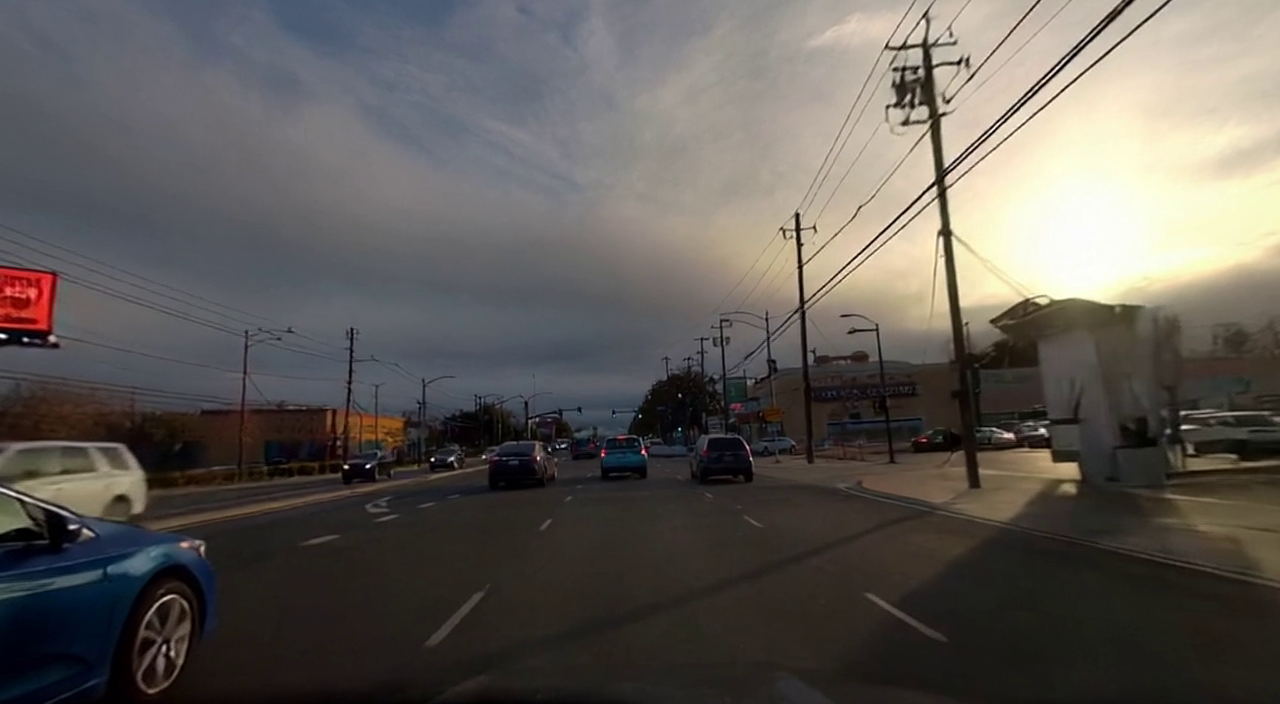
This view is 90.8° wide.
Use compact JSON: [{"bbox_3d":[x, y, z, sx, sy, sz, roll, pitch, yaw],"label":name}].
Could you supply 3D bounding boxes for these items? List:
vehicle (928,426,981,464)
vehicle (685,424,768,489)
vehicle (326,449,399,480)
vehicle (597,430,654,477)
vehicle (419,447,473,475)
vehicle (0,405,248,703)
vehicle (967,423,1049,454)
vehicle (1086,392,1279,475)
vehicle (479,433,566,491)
[{"bbox_3d":[14.941,4.392,29.861,1.990,1.597,4.475,-5,-9,28],"label":"vehicle"},{"bbox_3d":[2.757,3.447,21.108,2.026,1.904,4.102,0,-8,-2],"label":"vehicle"},{"bbox_3d":[-15.089,6.109,34.633,1.986,1.553,4.640,0,-8,-1],"label":"vehicle"},{"bbox_3d":[-0.639,4.522,28.307,2.326,1.925,4.253,0,-8,-1],"label":"vehicle"},{"bbox_3d":[-11.499,6.460,37.777,1.862,1.510,4.381,0,-8,0],"label":"vehicle"},{"bbox_3d":[-3.431,0.848,1.616,2.022,1.498,4.471,0,-8,-1],"label":"vehicle"},{"bbox_3d":[19.439,4.633,33.598,1.883,1.499,4.403,-1,-8,4],"label":"vehicle"},{"bbox_3d":[16.176,2.381,18.269,2.409,1.981,5.809,-2,-8,2],"label":"vehicle"},{"bbox_3d":[-3.654,3.503,20.412,2.051,1.671,3.861,0,-8,0],"label":"vehicle"}]
